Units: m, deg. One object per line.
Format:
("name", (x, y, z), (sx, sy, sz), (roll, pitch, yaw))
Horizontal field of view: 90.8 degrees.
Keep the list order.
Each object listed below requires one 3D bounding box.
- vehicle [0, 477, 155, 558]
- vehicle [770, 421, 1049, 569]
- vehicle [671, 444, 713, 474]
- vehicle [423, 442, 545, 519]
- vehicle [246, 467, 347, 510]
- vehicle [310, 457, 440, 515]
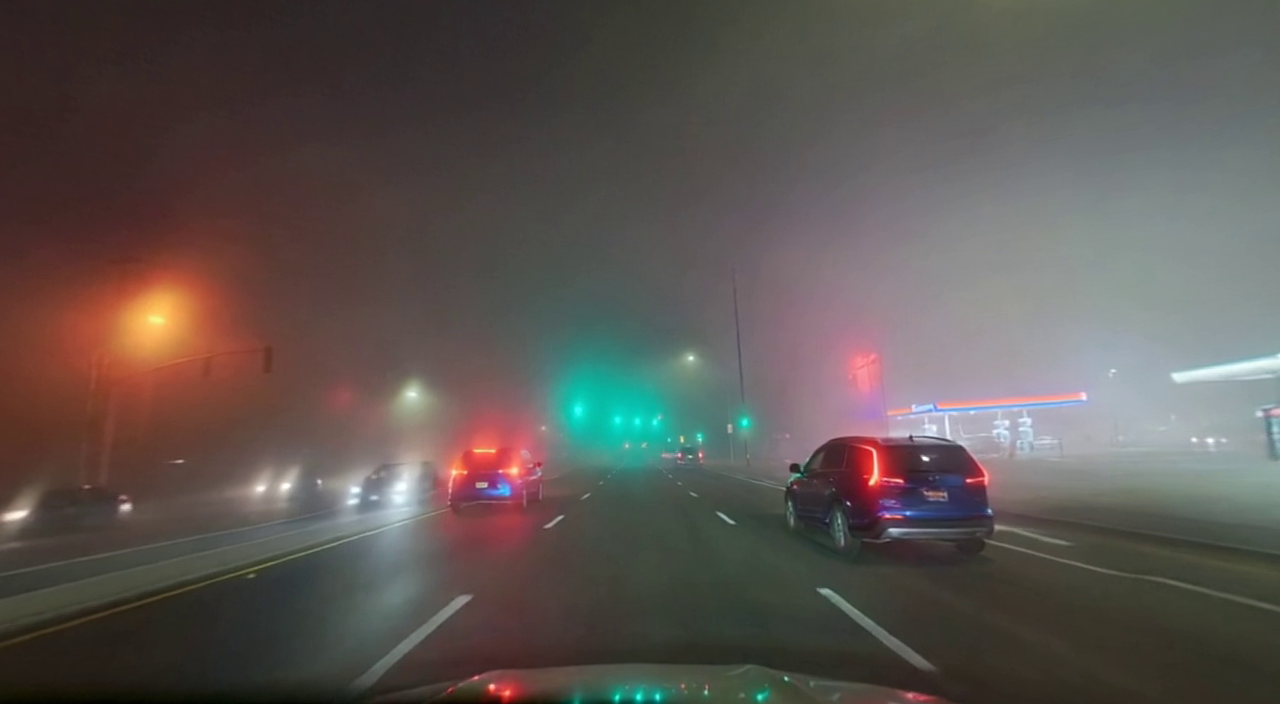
("vehicle", (-14.280, 3.831, 15.035), (1.861, 1.472, 4.543), (0, -9, 0))
("vehicle", (3.532, 1.962, 9.462), (2.085, 1.655, 4.459), (0, -9, -2))
("vehicle", (3.162, 6.643, 39.397), (2.066, 1.699, 4.419), (0, -9, -2))
("vehicle", (-3.644, 3.058, 15.580), (1.935, 1.617, 4.045), (0, -9, 1))
("vehicle", (-14.199, 5.627, 26.409), (1.833, 1.476, 4.117), (-1, -9, 1))
("vehicle", (-8.101, 4.096, 19.861), (2.056, 1.519, 4.383), (-1, -9, 2))
